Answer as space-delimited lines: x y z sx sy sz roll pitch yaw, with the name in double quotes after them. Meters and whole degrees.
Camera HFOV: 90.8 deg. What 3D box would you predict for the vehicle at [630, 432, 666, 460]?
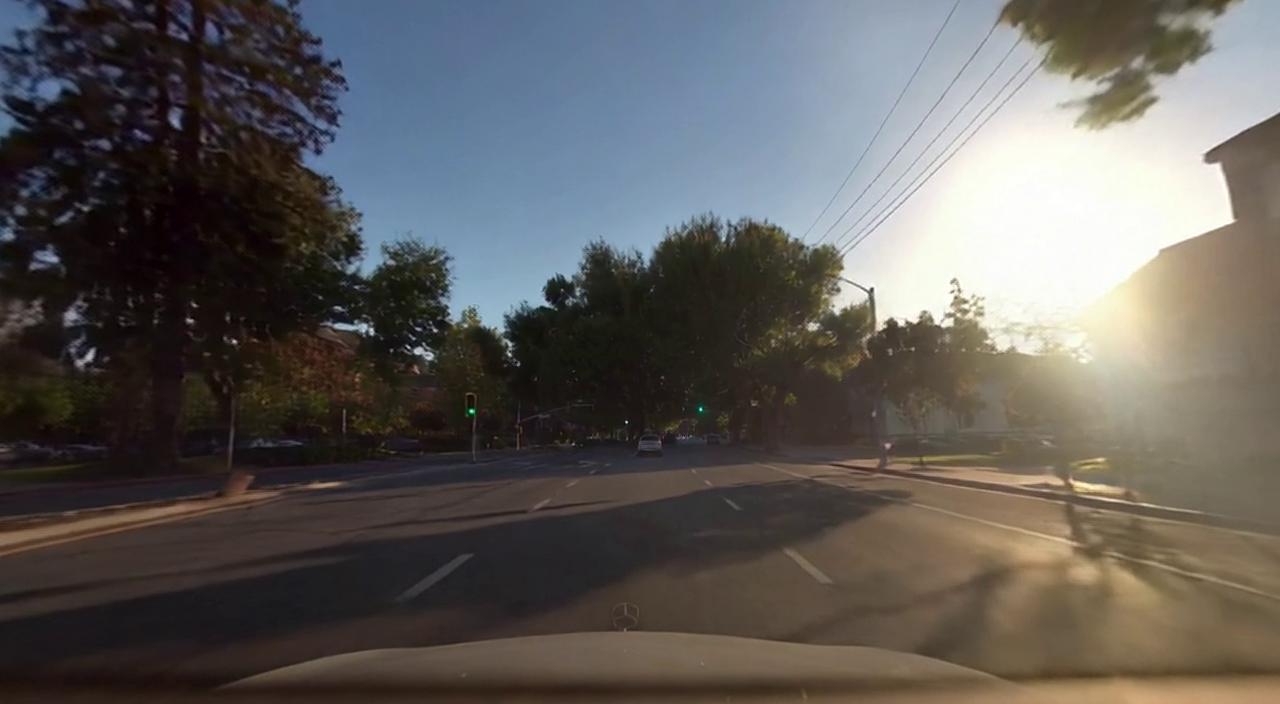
0.560 5.708 38.457 2.037 1.568 3.693 -1 -8 3 "vehicle"
